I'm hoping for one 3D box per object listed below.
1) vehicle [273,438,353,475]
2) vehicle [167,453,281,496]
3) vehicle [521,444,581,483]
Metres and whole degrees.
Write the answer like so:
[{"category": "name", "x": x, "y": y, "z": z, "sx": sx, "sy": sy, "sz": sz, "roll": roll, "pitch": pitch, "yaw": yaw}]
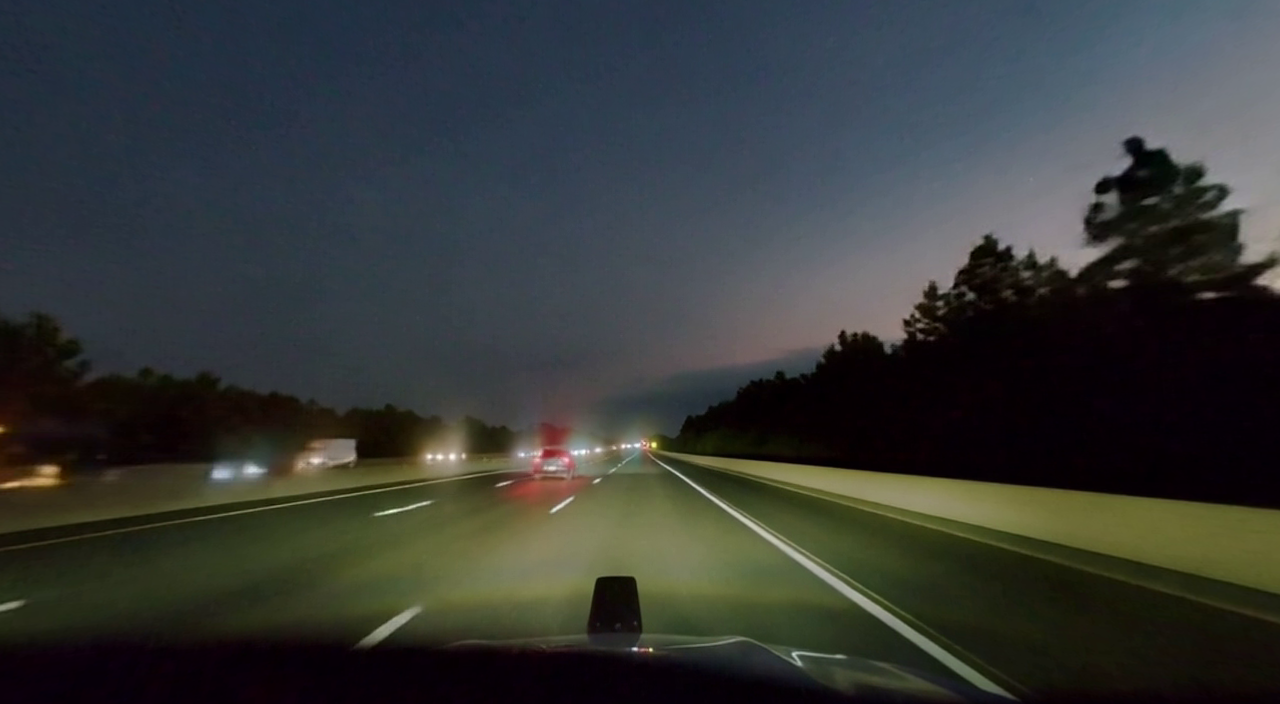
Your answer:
[{"category": "vehicle", "x": -23.598, "y": 7.537, "z": 45.581, "sx": 2.328, "sy": 2.459, "sz": 6.171, "roll": -1, "pitch": -9, "yaw": 1}, {"category": "vehicle", "x": -15.747, "y": 4.635, "z": 24.007, "sx": 1.747, "sy": 1.445, "sz": 3.820, "roll": 0, "pitch": -9, "yaw": 0}, {"category": "vehicle", "x": -3.702, "y": 4.719, "z": 26.787, "sx": 1.933, "sy": 1.497, "sz": 3.973, "roll": 0, "pitch": -9, "yaw": 1}]
